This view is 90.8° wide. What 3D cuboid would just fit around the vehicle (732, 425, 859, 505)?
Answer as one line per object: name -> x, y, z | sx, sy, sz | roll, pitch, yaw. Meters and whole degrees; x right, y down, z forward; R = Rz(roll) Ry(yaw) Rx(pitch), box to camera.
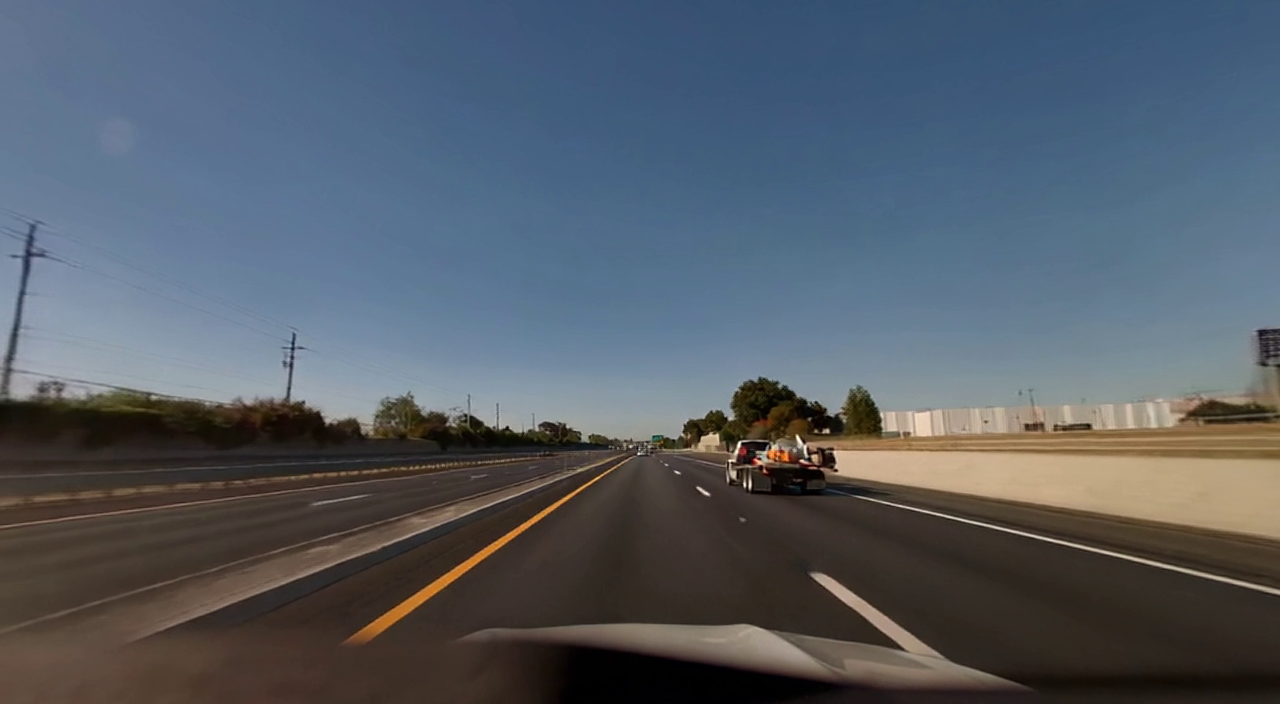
vehicle -> 4.350, 3.286, 18.745 | 2.309, 2.003, 5.139 | 0, -9, -2
